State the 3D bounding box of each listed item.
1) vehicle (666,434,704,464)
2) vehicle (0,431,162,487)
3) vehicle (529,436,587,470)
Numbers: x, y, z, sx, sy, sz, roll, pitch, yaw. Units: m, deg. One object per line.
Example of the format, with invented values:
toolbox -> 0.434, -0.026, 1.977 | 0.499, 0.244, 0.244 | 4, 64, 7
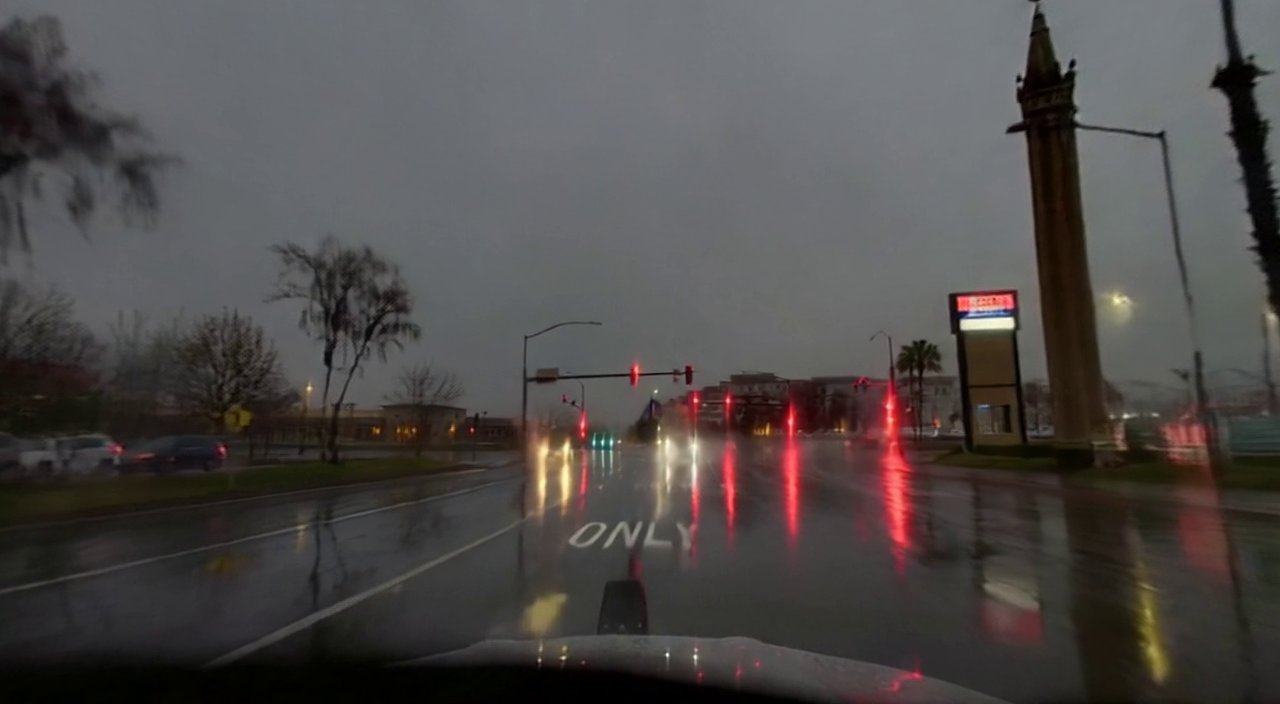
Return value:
vehicle -> 3.343, 7.094, 45.956 | 2.590, 2.080, 5.284 | -1, -9, 5
vehicle -> -21.845, 4.108, 24.397 | 4.729, 1.867, 2.292 | 0, -4, 3
vehicle -> -4.965, 6.224, 38.923 | 2.366, 1.941, 5.823 | -1, -9, 4
